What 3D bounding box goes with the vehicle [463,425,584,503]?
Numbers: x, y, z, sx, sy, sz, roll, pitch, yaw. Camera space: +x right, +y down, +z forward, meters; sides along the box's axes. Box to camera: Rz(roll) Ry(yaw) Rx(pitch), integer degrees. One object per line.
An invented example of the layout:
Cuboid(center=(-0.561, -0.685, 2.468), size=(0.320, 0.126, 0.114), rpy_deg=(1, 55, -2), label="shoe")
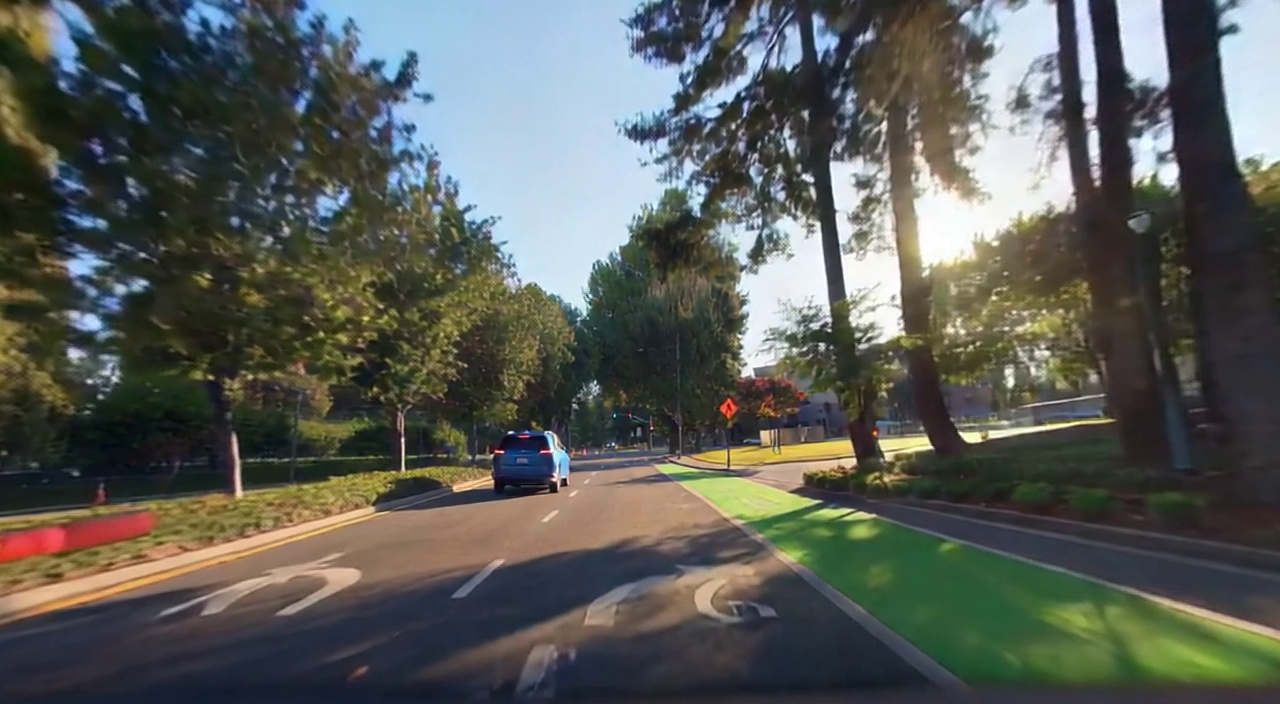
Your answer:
Cuboid(center=(-2.940, 2.973, 17.127), size=(2.339, 1.790, 4.629), rpy_deg=(0, -9, 1), label="vehicle")
